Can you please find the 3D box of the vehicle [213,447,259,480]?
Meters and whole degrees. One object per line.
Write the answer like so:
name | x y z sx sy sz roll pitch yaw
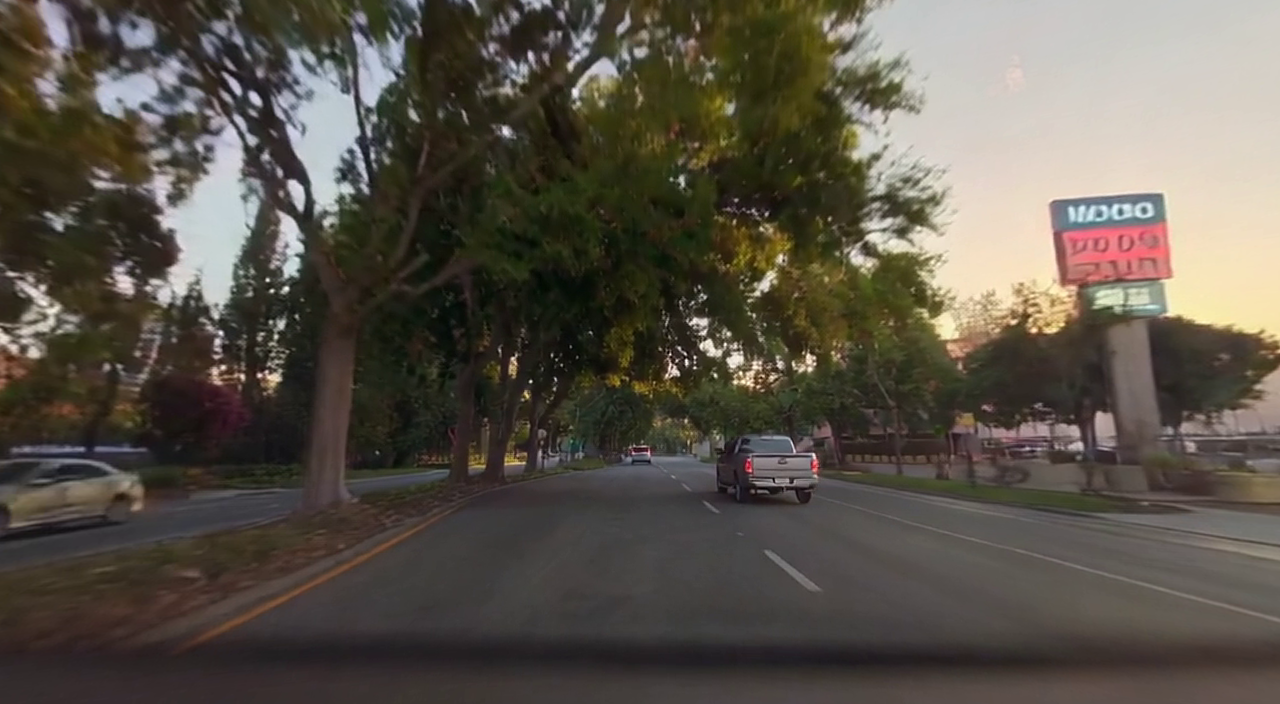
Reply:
vehicle | -30.478 8.422 47.740 2.165 2.265 2.041 -2 -10 -7

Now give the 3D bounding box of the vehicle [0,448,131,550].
vehicle | -12.564 2.704 11.751 2.126 1.800 4.925 0 -9 -2

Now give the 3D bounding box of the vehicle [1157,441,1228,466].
vehicle | 38.517 7.094 44.189 1.992 1.630 4.326 -2 -9 16

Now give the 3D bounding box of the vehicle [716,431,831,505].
vehicle | 3.696 3.331 18.642 2.138 1.836 5.245 0 -9 -1
